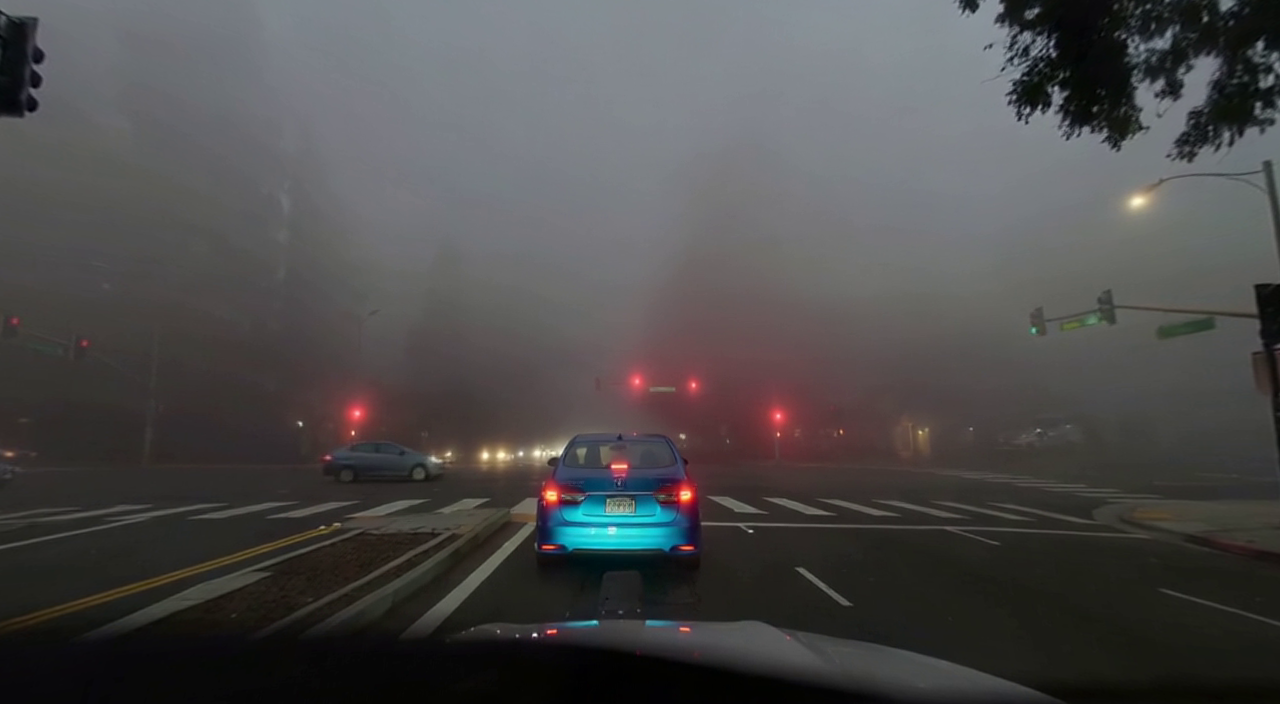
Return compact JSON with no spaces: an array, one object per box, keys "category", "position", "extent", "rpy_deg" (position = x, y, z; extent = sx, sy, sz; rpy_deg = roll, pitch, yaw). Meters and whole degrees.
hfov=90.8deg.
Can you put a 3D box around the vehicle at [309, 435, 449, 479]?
[{"category":"vehicle","position":[-10.771,4.383,26.404],"extent":[4.912,1.731,2.022],"rpy_deg":[0,-8,-1]}]

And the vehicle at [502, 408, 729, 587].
[{"category":"vehicle","position":[-0.254,1.623,7.817],"extent":[2.066,1.618,3.922],"rpy_deg":[0,-8,-1]}]
